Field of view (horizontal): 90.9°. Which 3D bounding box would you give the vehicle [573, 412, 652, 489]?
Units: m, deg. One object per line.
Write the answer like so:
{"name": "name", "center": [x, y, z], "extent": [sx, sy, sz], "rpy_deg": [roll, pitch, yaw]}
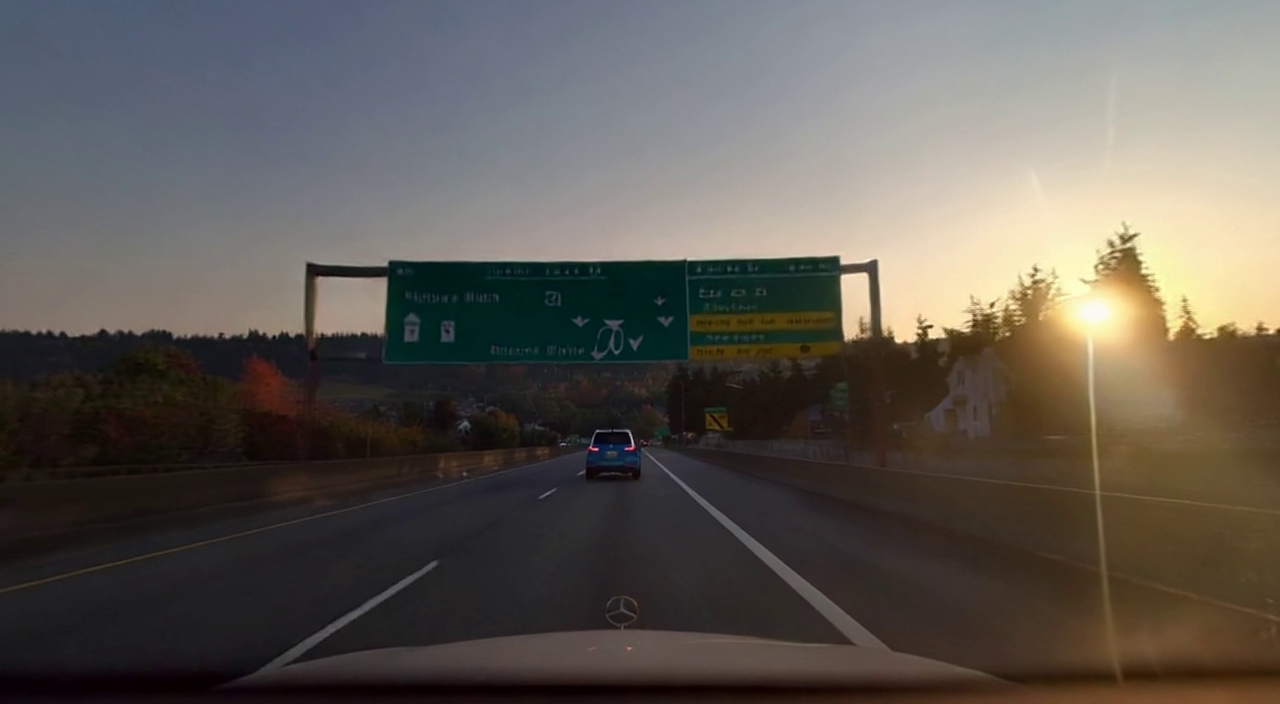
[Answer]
{"name": "vehicle", "center": [-0.832, 3.157, 20.386], "extent": [2.248, 2.154, 4.892], "rpy_deg": [0, -8, -1]}
